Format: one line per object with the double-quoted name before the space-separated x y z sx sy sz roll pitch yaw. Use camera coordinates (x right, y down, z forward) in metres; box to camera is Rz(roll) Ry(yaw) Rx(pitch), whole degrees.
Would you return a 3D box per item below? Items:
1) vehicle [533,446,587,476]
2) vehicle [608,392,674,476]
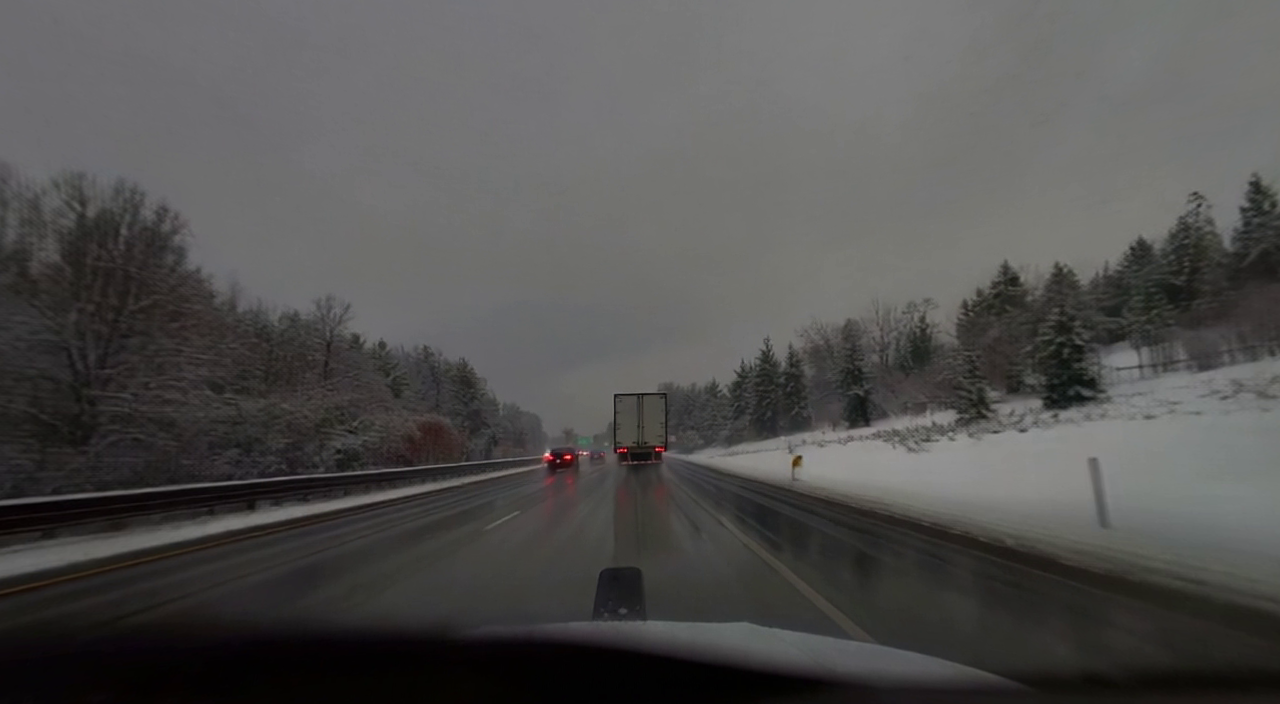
"vehicle" -4.160 5.777 33.597 2.206 1.478 4.824 0 -9 0
"vehicle" -0.004 4.506 33.663 2.959 3.828 9.617 0 -9 -1
